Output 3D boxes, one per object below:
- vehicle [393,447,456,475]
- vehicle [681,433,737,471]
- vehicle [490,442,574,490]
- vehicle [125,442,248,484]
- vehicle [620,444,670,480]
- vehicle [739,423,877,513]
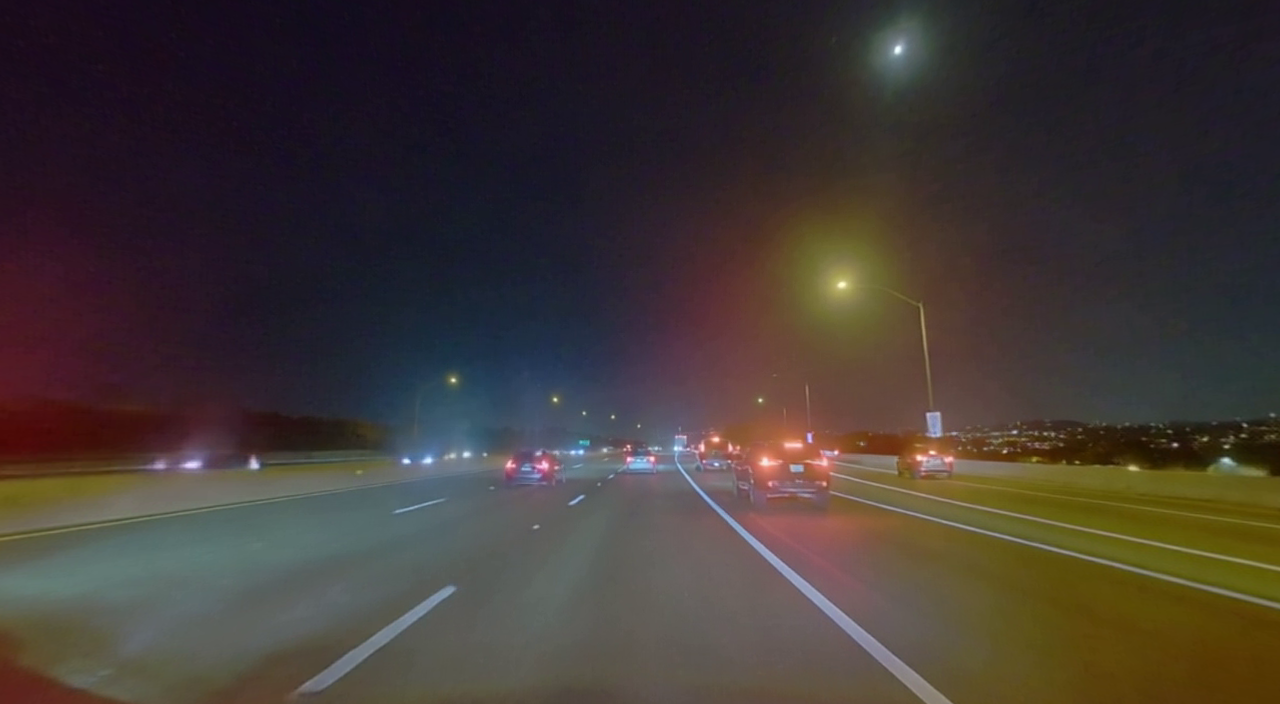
[{"bbox_3d":[-12.067,6.114,35.519,1.908,1.506,4.253,0,-9,2],"label":"vehicle"},{"bbox_3d":[4.133,6.224,39.136,2.802,2.151,6.579,0,-9,1],"label":"vehicle"},{"bbox_3d":[-3.647,3.957,22.158,1.996,1.488,4.451,0,-9,2],"label":"vehicle"},{"bbox_3d":[-19.845,4.861,27.873,2.033,1.684,4.440,0,-9,1],"label":"vehicle"},{"bbox_3d":[0.244,4.890,28.280,2.071,1.478,4.130,0,-9,1],"label":"vehicle"},{"bbox_3d":[3.652,2.623,14.602,2.045,1.768,4.249,0,-9,0],"label":"vehicle"}]
